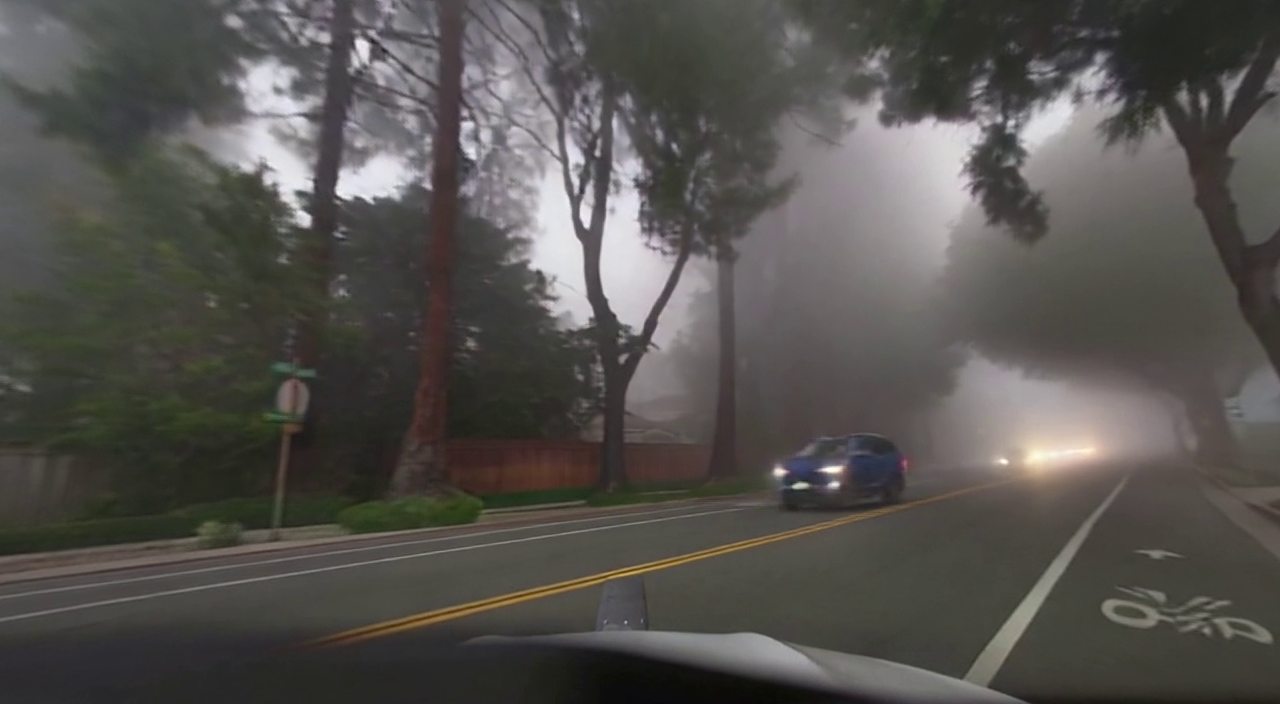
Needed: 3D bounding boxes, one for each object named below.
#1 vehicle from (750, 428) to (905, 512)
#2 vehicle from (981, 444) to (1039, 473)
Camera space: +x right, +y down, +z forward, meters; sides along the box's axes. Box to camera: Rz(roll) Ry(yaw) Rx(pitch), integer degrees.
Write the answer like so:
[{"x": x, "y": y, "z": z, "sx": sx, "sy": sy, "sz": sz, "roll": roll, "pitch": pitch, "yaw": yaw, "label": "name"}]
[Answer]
[{"x": 4.954, "y": 2.954, "z": 16.275, "sx": 2.089, "sy": 1.835, "sz": 4.528, "roll": -8, "pitch": -11, "yaw": 39, "label": "vehicle"}, {"x": 20.227, "y": 5.763, "z": 34.374, "sx": 1.906, "sy": 1.498, "sz": 4.222, "roll": -8, "pitch": -11, "yaw": 40, "label": "vehicle"}]
